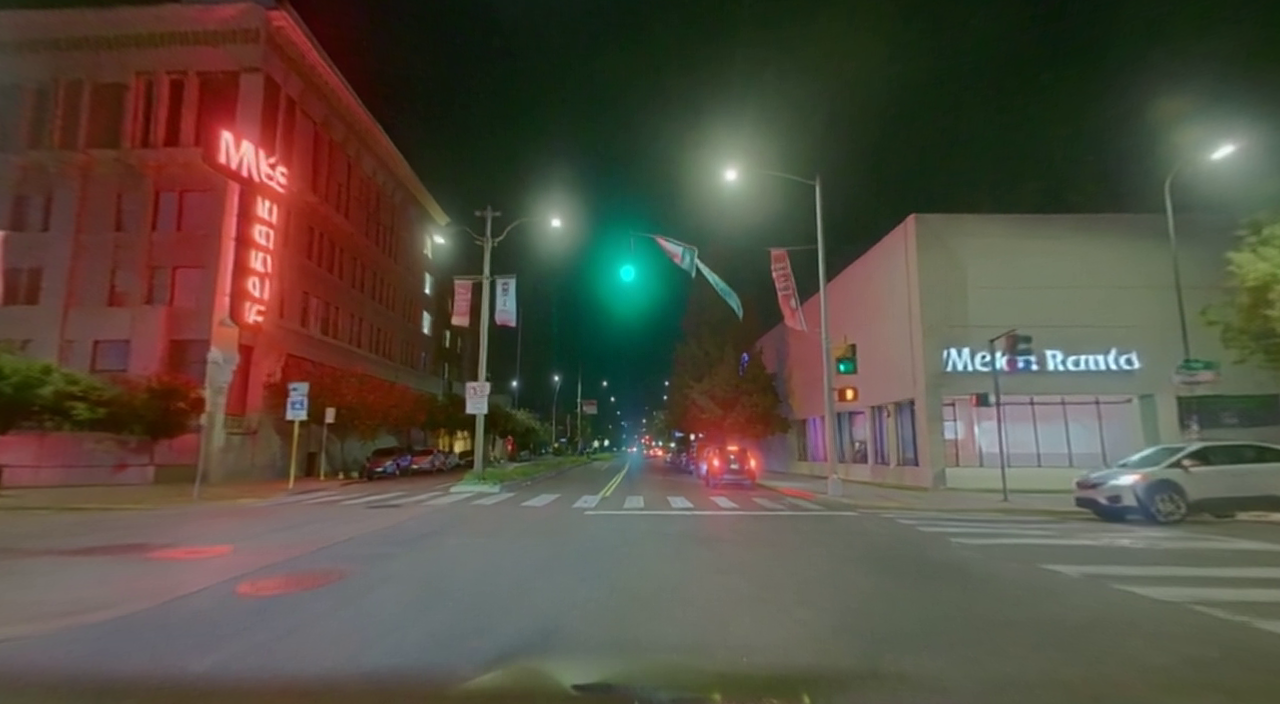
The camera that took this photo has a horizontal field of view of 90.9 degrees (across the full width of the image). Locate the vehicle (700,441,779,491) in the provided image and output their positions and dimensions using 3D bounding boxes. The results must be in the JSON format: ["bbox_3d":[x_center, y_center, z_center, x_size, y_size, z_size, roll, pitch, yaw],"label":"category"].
[{"bbox_3d":[3.427,4.013,22.643,2.120,1.560,4.402,0,-7,0],"label":"vehicle"}]

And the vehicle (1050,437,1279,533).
[{"bbox_3d":[10.175,2.274,11.186,4.330,1.517,2.045,0,-7,0],"label":"vehicle"}]

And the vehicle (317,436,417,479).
[{"bbox_3d":[-12.410,4.696,28.548,4.447,1.790,2.206,-6,-9,38],"label":"vehicle"}]
